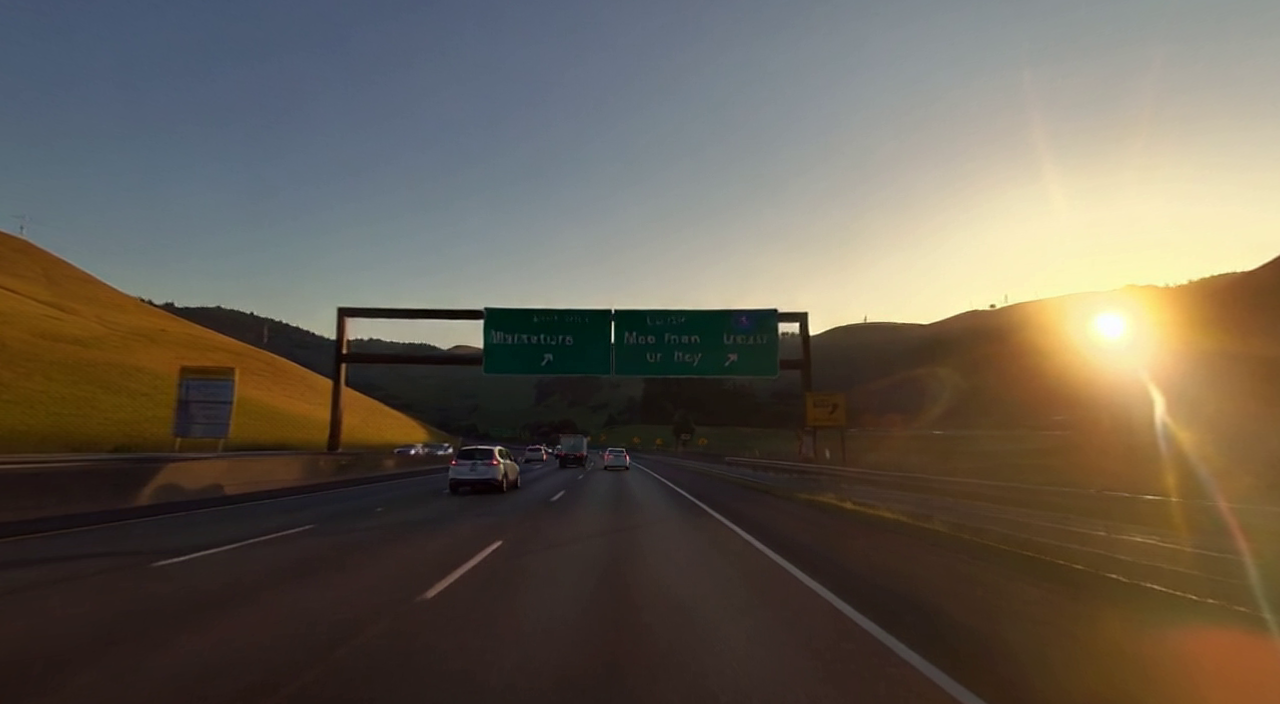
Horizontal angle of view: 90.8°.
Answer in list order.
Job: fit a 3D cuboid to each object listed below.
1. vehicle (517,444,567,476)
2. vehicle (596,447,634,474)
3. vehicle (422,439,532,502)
[{"bbox_3d":[-5.222,5.814,34.183,2.118,1.624,4.032,0,-9,-1],"label":"vehicle"},{"bbox_3d":[-1.452,6.093,35.647,1.988,1.440,4.201,0,-9,-3],"label":"vehicle"},{"bbox_3d":[-4.650,3.440,18.720,2.208,1.619,4.162,0,-9,-1],"label":"vehicle"}]
